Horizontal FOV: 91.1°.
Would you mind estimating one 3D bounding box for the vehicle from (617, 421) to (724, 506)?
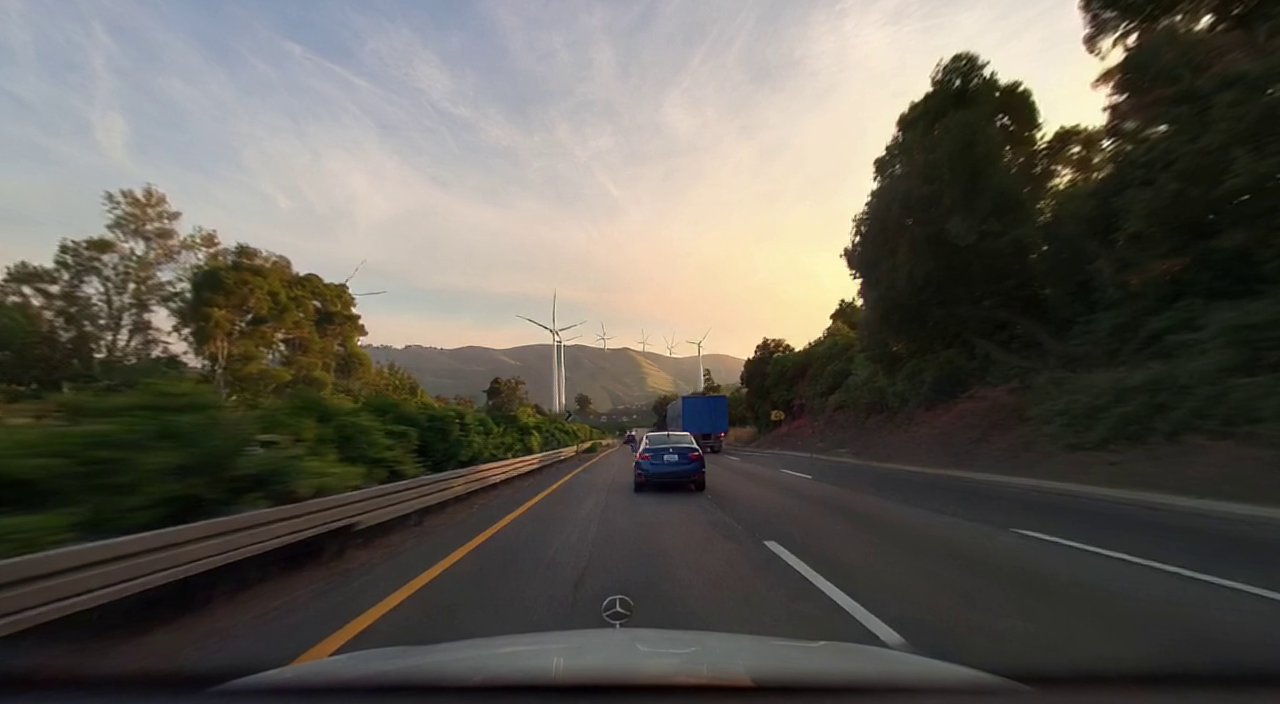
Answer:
[{"bbox_3d":[0.508,2.440,14.372,2.038,1.624,4.312,0,-8,-3],"label":"vehicle"}]
